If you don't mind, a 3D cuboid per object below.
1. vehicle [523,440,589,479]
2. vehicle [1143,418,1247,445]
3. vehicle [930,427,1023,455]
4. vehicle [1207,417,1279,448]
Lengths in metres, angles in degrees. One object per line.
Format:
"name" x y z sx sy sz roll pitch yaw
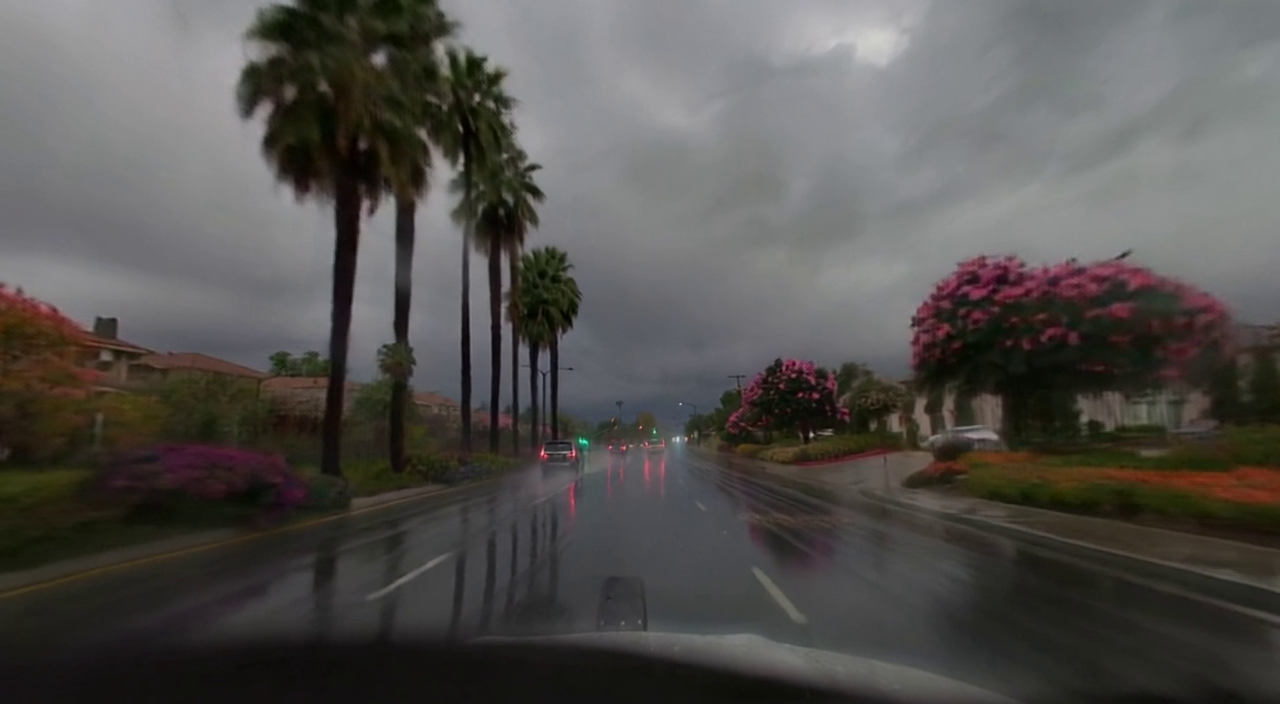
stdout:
"vehicle" -3.417 4.501 26.513 2.036 1.478 4.508 0 -9 2
"vehicle" 32.828 4.723 37.232 4.151 1.525 1.875 -1 -9 6
"vehicle" 19.914 5.302 37.274 4.364 1.609 1.917 -1 -9 7
"vehicle" 31.805 4.065 31.496 4.570 1.521 1.887 -1 -9 9
